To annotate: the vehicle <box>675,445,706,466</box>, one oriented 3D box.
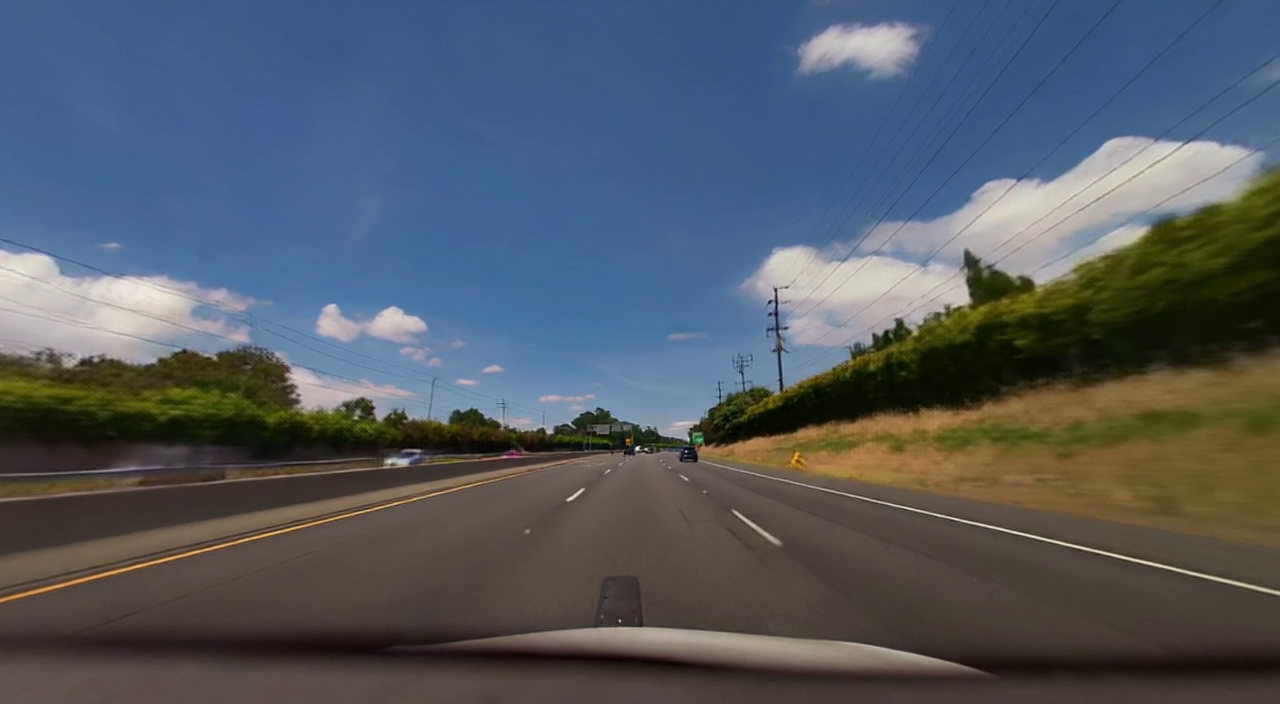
[{"bbox_3d":[3.907,8.105,49.371,2.054,1.565,4.089,0,-9,0],"label":"vehicle"}]
